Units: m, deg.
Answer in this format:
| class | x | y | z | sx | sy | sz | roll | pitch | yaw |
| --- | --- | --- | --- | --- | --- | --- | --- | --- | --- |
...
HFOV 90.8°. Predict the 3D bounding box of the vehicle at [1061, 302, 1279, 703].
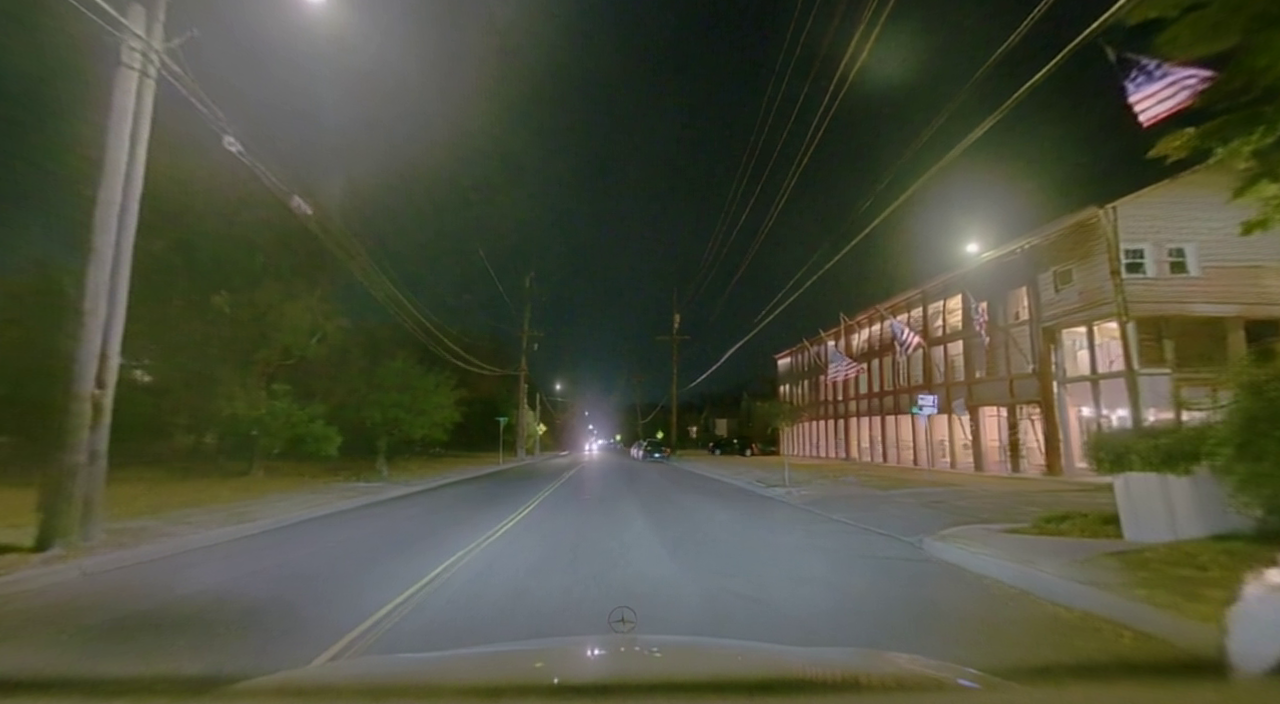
| class | x | y | z | sx | sy | sz | roll | pitch | yaw |
| --- | --- | --- | --- | --- | --- | --- | --- | --- | --- |
| vehicle | 3.228 | 0.535 | 0.578 | 2.203 | 1.787 | 4.704 | 0 | -8 | -4 |
